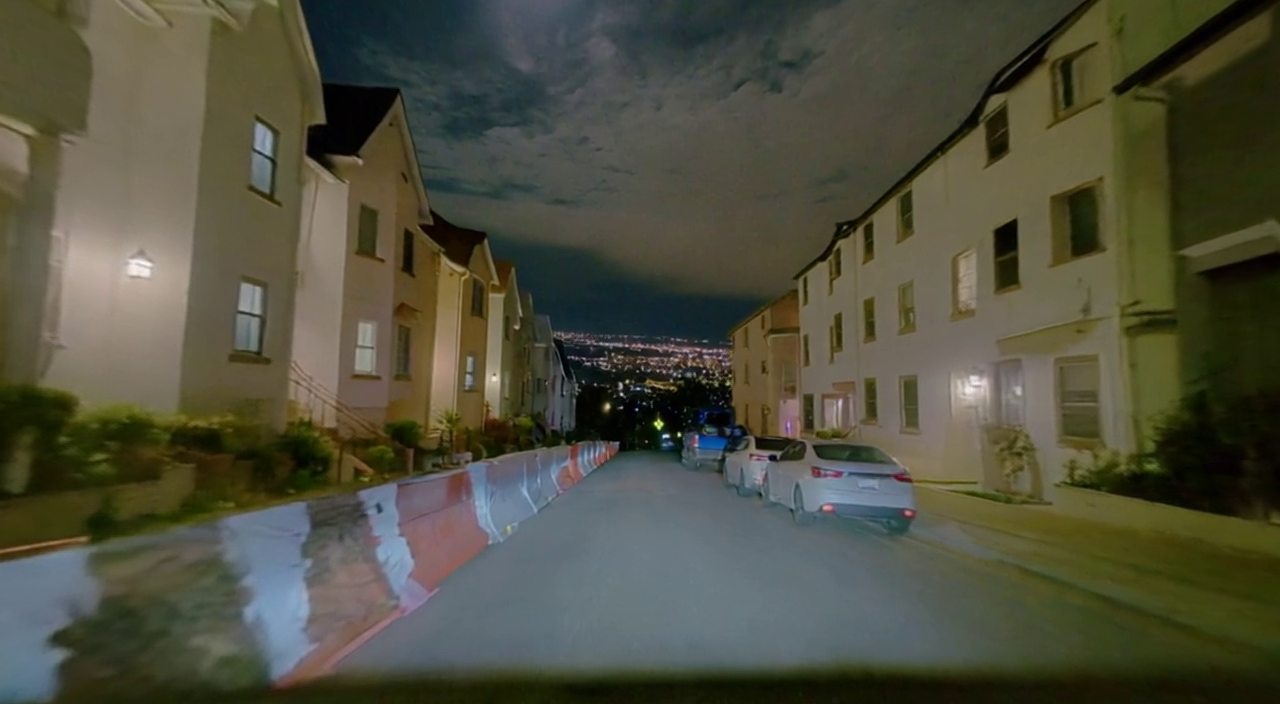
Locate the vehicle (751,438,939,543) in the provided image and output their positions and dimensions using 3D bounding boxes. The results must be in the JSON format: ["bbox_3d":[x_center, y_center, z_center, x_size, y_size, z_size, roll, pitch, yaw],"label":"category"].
[{"bbox_3d":[3.248,2.222,10.967,1.805,1.436,4.201,0,-8,-1],"label":"vehicle"}]
